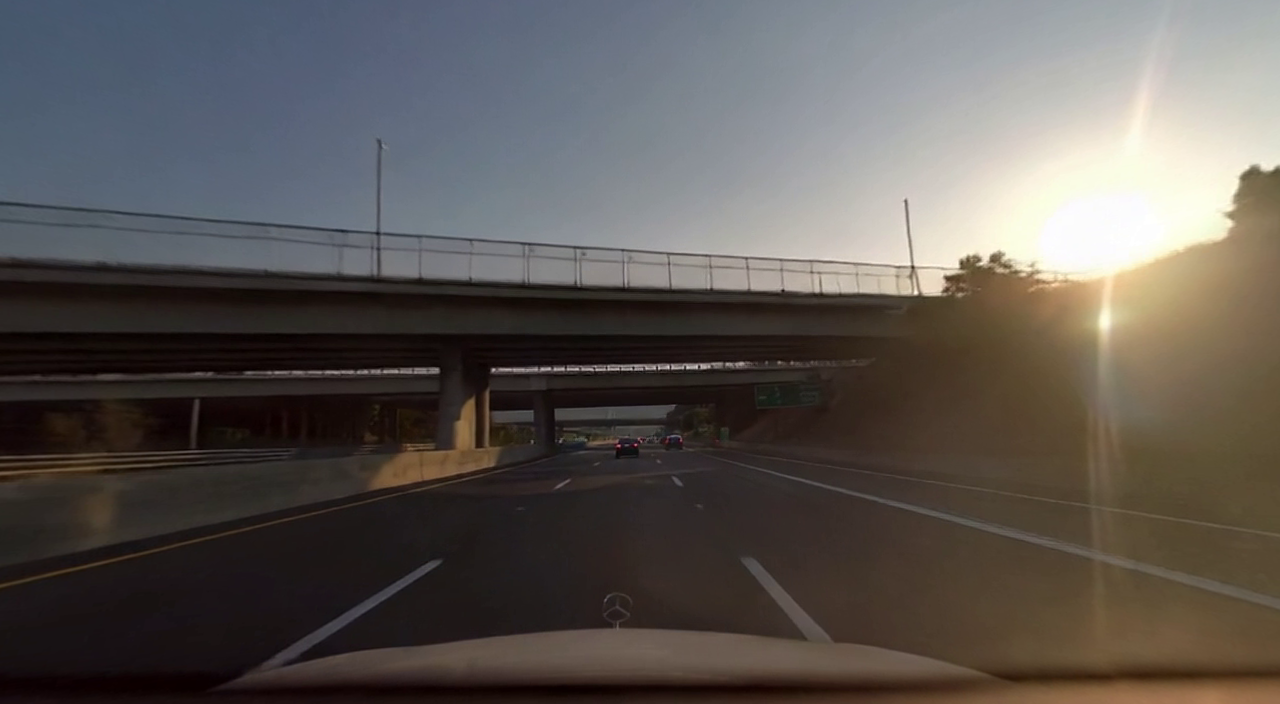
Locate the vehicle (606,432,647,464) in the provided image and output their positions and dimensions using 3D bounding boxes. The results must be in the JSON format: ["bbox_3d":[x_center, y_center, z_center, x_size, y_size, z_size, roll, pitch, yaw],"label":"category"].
[{"bbox_3d":[-0.713,5.124,33.899,2.039,1.589,4.324,0,-8,-1],"label":"vehicle"}]
